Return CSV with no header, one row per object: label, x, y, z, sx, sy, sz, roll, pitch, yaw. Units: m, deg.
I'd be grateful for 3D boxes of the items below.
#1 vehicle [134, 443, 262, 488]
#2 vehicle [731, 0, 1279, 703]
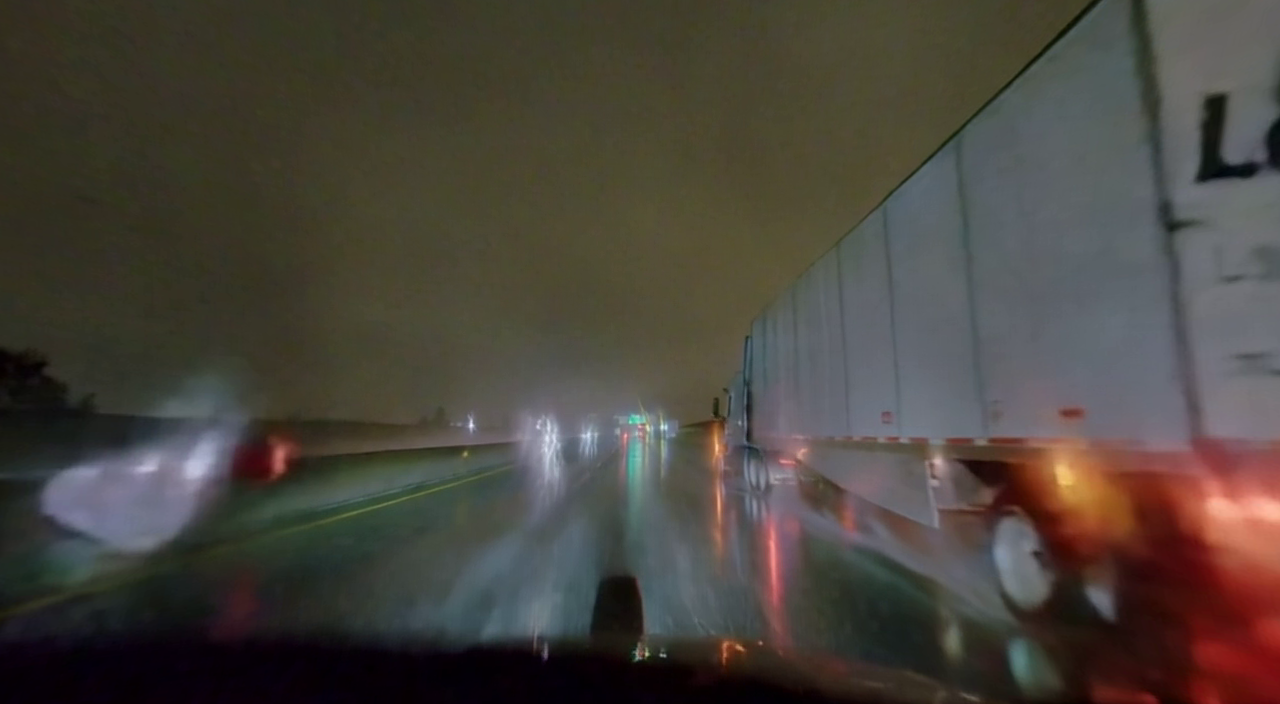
vehicle,-16.636,4.249,23.972,1.900,1.520,4.141,0,-8,0
vehicle,4.058,0.613,9.794,2.920,4.029,13.900,0,-8,-1
